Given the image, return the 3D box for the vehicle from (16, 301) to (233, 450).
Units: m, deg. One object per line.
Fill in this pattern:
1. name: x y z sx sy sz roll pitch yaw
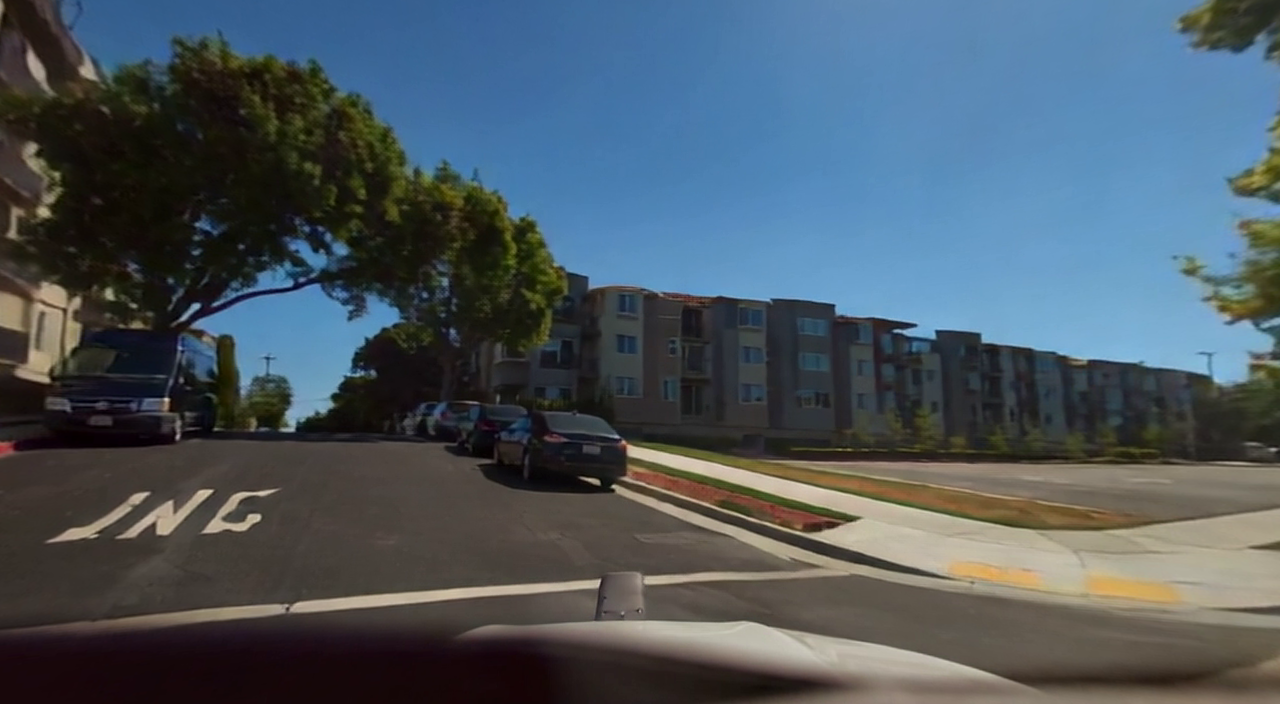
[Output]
1. vehicle: -11.535 0.791 14.924 2.546 2.664 6.863 1 -7 -27

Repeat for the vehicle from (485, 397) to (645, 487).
1. vehicle: -1.674 1.783 12.496 1.827 1.436 4.322 4 -9 -25

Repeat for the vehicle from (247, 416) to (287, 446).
1. vehicle: -25.653 5.411 43.588 2.090 1.674 4.457 1 -3 -27
